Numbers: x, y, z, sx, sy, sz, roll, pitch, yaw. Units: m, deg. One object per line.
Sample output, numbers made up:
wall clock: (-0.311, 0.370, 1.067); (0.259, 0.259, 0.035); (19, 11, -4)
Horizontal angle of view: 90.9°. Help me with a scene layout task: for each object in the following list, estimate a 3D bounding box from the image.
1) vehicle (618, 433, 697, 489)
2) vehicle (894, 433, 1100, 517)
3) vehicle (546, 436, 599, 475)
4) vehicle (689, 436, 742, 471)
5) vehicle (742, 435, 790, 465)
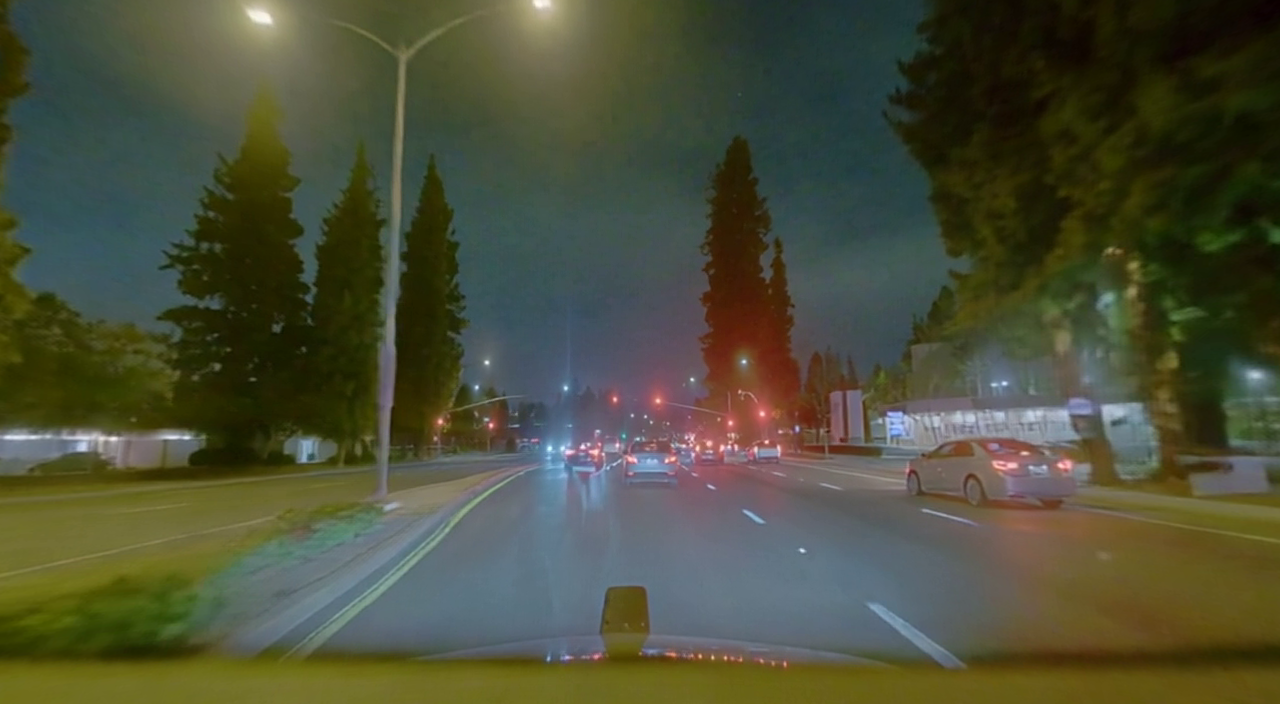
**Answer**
vehicle: (0.507, 3.159, 18.584); (2.096, 1.473, 3.893); (0, -8, 2)
vehicle: (7.422, 2.570, 13.756); (1.892, 1.515, 4.400); (0, -8, 0)
vehicle: (-2.713, 4.268, 26.235); (1.938, 1.472, 4.399); (0, -8, -2)
vehicle: (3.529, 4.865, 30.349); (1.988, 1.528, 4.144); (0, -8, -1)
vehicle: (7.687, 6.036, 38.852); (2.044, 1.701, 4.397); (0, -8, 0)
